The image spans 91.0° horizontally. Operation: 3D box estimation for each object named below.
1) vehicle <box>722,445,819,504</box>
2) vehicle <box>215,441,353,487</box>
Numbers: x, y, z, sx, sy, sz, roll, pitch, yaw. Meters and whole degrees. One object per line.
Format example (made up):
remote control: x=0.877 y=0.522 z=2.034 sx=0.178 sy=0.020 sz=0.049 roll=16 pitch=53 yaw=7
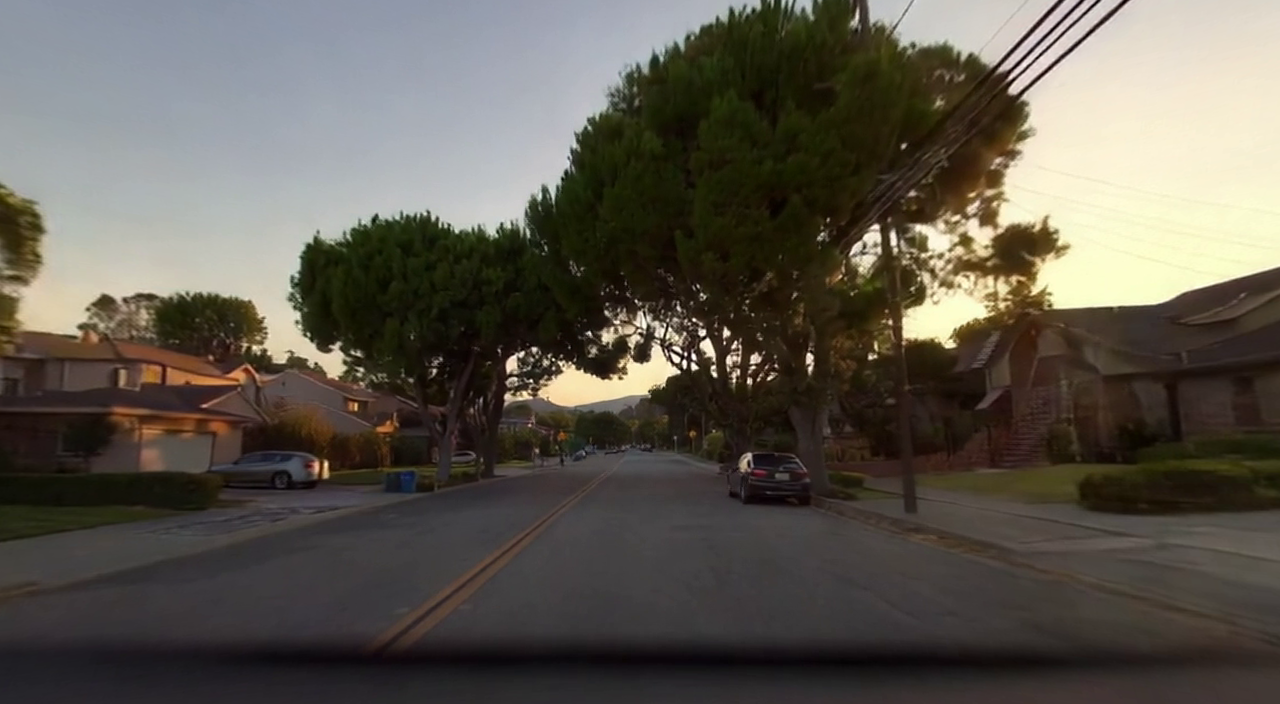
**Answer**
vehicle: x=3.794 y=3.639 z=19.260 sx=1.897 sy=1.521 sz=4.835 roll=0 pitch=-9 yaw=-1
vehicle: x=-15.668 y=4.950 z=27.927 sx=4.882 sy=1.777 sz=2.025 roll=-2 pitch=-9 yaw=-2
